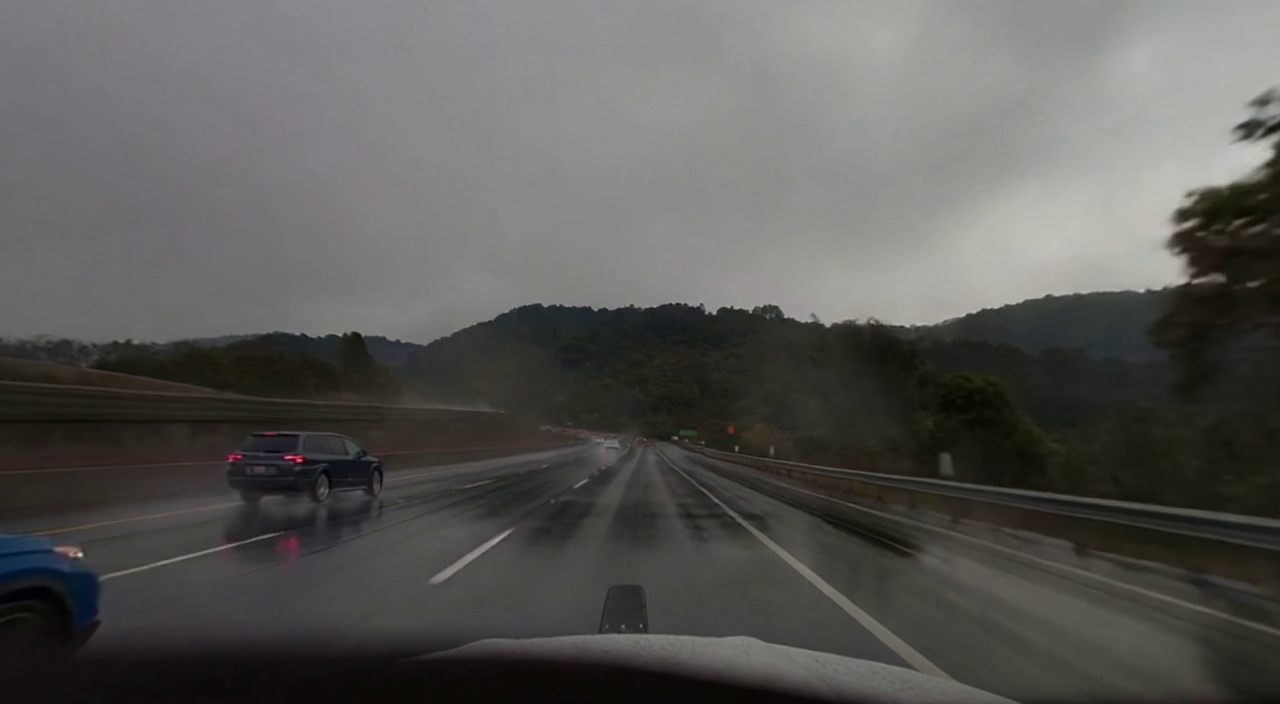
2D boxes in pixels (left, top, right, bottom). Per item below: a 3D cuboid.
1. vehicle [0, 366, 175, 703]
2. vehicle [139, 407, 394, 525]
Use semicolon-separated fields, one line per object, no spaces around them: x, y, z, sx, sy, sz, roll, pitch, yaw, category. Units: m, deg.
-3.804;0.720;1.575;1.983;1.663;4.290;0;-9;0;vehicle
-7.148;2.262;12.951;2.151;1.925;4.945;0;-9;0;vehicle
